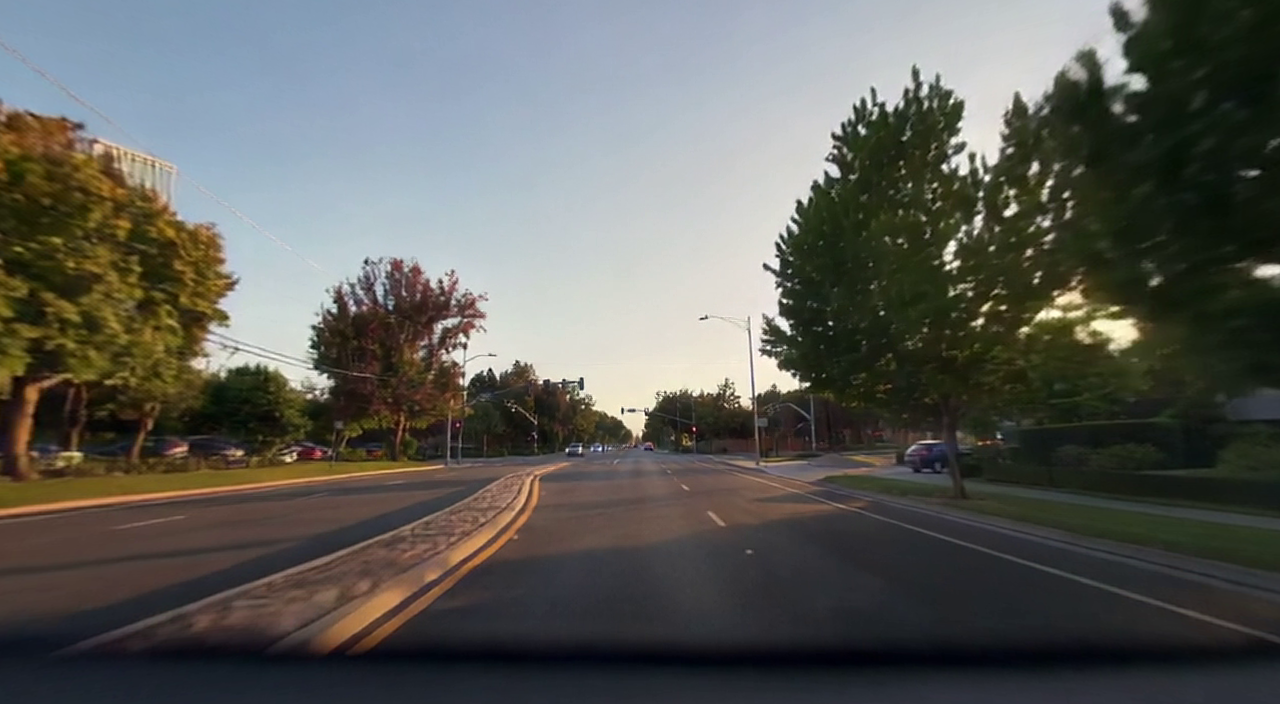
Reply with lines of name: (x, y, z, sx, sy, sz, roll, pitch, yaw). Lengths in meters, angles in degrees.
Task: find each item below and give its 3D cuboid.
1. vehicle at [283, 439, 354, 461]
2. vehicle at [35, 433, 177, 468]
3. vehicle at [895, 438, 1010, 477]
vehicle: (-23.488, 7.169, 46.145, 4.116, 1.548, 1.923, 0, -8, 0)
vehicle: (-22.764, 4.187, 26.982, 4.265, 1.393, 2.071, 0, -8, 3)
vehicle: (14.329, 4.832, 29.008, 4.276, 1.703, 2.088, 2, -10, -14)
